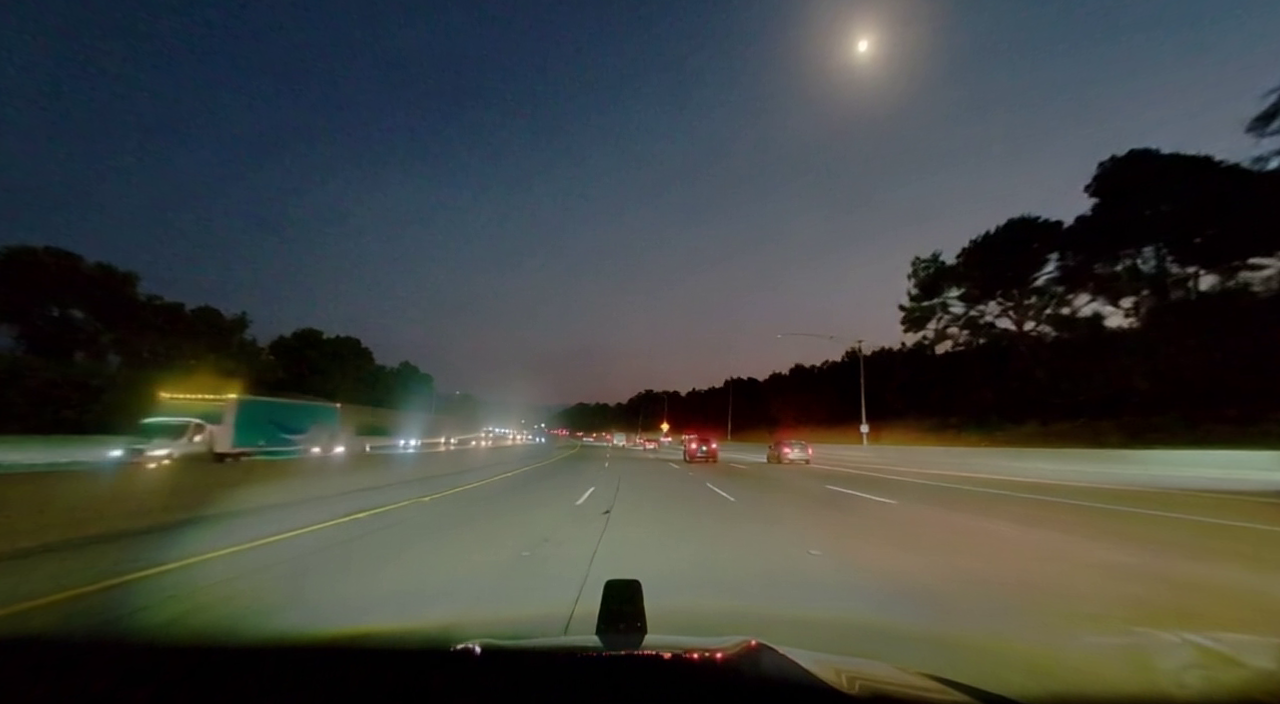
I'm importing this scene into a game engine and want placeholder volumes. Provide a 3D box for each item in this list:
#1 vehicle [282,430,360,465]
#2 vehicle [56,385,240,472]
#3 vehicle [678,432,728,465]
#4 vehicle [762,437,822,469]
[{"bbox_3d":[-18.247,5.480,36.335,2.088,1.852,4.748,-1,-8,-2],"label":"vehicle"},{"bbox_3d":[-25.349,4.119,33.311,3.052,3.978,8.328,-1,-8,-1],"label":"vehicle"},{"bbox_3d":[3.519,5.495,35.857,2.141,1.732,4.279,0,-8,-3],"label":"vehicle"},{"bbox_3d":[7.410,4.974,31.204,1.798,1.473,4.077,0,-8,-2],"label":"vehicle"}]
